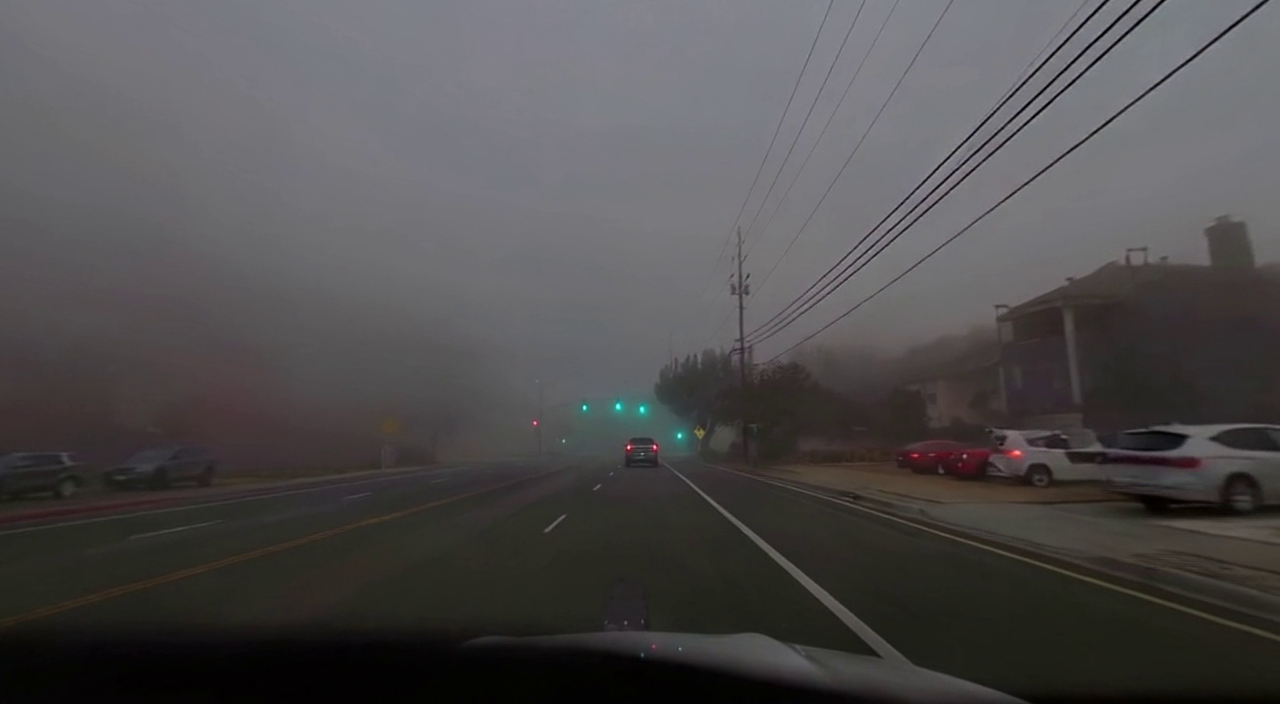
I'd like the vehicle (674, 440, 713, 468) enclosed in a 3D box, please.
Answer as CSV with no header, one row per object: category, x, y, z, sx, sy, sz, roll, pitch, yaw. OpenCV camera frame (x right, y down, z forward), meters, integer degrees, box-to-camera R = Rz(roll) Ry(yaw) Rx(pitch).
vehicle,3.250,6.254,38.730,2.002,1.511,4.124,2,-8,0

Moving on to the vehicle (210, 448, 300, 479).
vehicle,-20.393,5.880,33.620,1.865,1.506,4.706,0,-8,-1

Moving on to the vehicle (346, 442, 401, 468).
vehicle,-20.014,7.733,47.540,2.046,1.874,4.448,0,-8,2

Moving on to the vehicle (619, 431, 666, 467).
vehicle,0.155,6.003,39.203,2.769,2.087,5.130,0,-8,0

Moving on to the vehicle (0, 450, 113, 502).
vehicle,-20.072,3.950,20.364,2.050,1.501,4.588,0,-8,1

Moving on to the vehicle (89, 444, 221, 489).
vehicle,-20.218,4.763,26.570,1.973,1.700,4.475,0,-8,0

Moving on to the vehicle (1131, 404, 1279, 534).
vehicle,11.829,1.990,11.061,4.305,1.997,2.453,0,-8,0

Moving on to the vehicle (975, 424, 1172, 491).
vehicle,13.520,3.307,19.916,4.508,1.937,2.356,1,-8,-5

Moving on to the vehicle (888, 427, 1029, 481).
vehicle,12.638,4.056,25.245,4.412,1.878,2.048,-2,-8,-2
